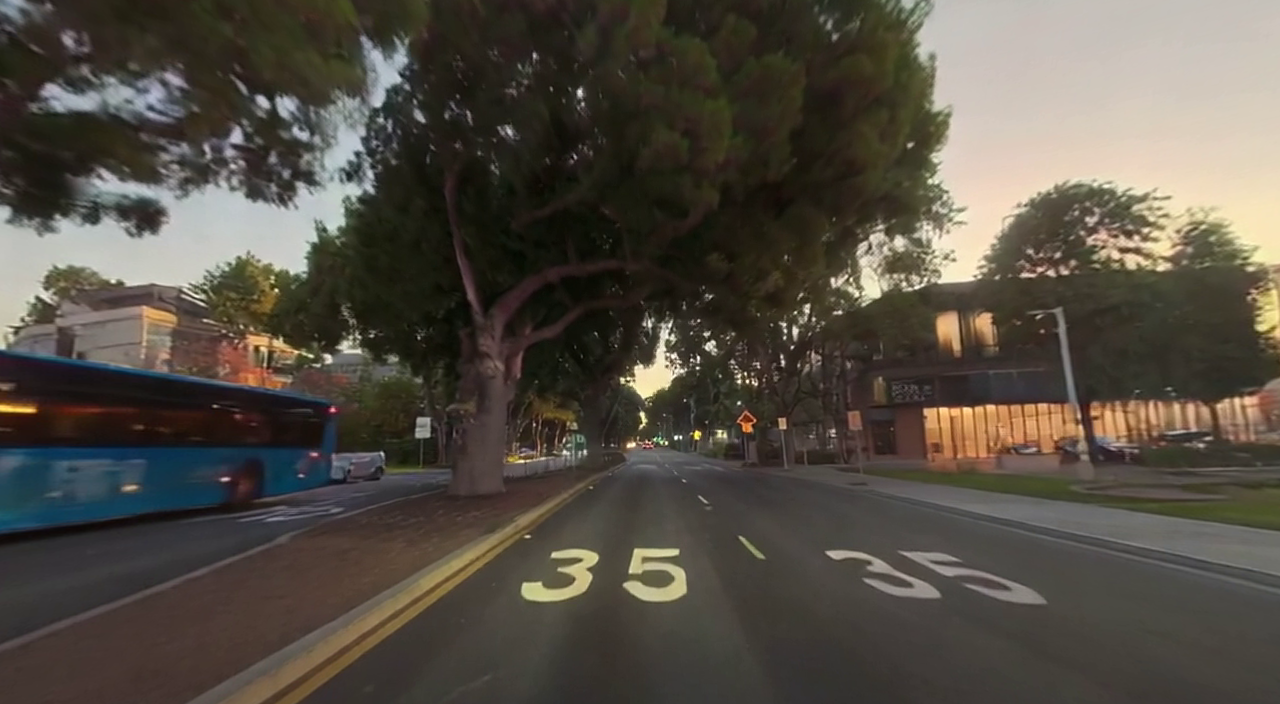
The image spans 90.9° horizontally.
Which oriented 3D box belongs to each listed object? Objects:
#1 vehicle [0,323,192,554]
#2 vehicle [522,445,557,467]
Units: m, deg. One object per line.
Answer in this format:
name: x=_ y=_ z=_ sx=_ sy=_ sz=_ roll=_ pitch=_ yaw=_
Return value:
vehicle: x=-11.072 y=1.106 z=8.166 sx=3.052 sy=3.397 sz=10.003 roll=0 pitch=-8 yaw=1
vehicle: x=-7.426 y=7.701 z=46.896 sx=1.911 sy=1.472 sz=4.582 roll=0 pitch=-8 yaw=0
